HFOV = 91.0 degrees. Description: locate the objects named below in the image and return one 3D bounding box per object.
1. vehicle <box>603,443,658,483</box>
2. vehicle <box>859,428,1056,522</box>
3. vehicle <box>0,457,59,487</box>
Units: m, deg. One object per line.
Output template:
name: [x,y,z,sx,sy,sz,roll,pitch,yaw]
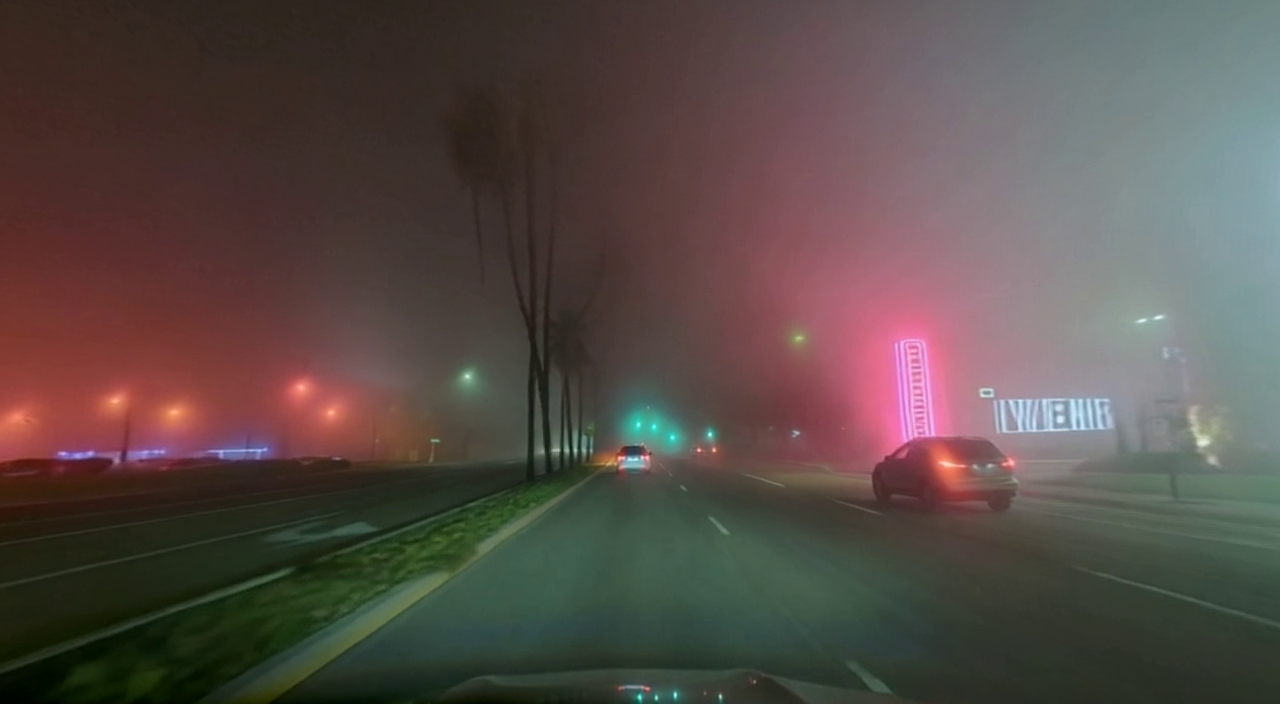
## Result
vehicle: [-0.353,4.267,24.541,1.970,1.402,3.756,0,-8,0]
vehicle: [6.284,2.455,13.075,1.949,1.647,3.894,0,-8,-2]
vehicle: [-33.563,6.308,33.166,3.986,1.432,1.885,0,-8,0]
